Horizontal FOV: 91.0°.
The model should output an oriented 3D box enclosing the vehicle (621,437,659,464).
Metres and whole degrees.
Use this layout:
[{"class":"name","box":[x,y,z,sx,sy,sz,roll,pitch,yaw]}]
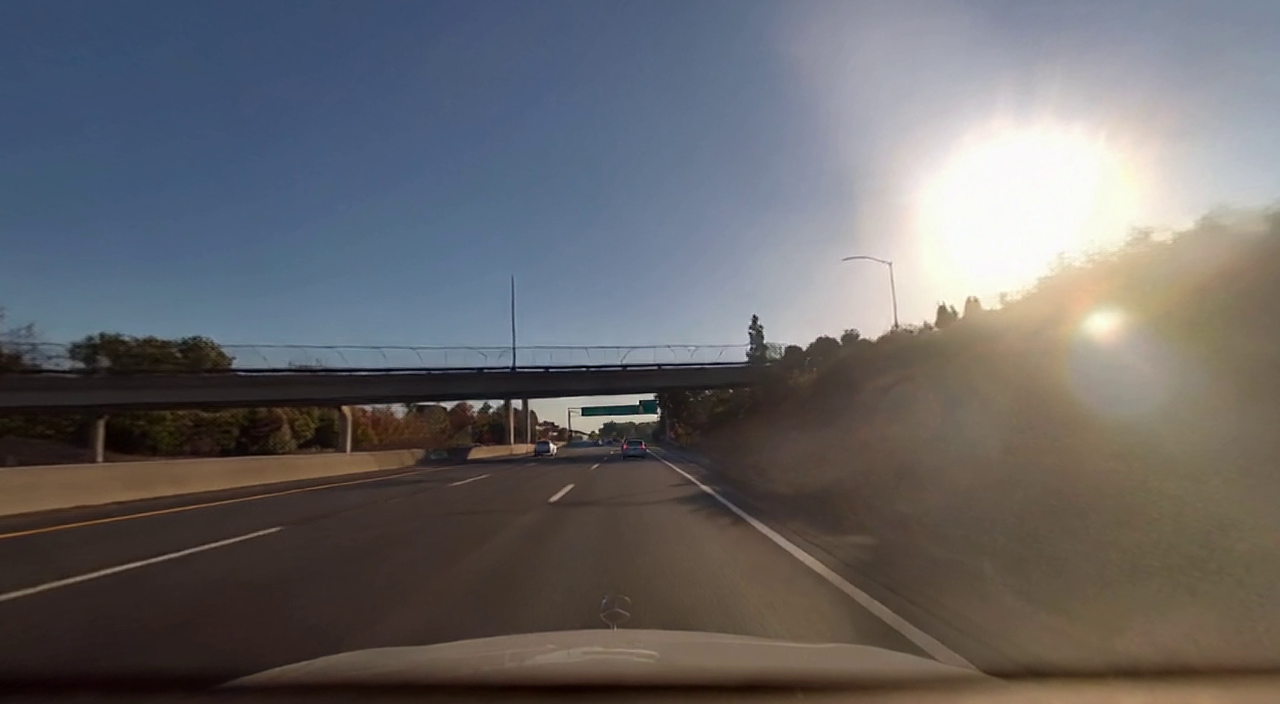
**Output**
[{"class":"vehicle","box":[-0.050,5.619,36.171,2.072,1.440,3.690,0,-8,-1]}]
